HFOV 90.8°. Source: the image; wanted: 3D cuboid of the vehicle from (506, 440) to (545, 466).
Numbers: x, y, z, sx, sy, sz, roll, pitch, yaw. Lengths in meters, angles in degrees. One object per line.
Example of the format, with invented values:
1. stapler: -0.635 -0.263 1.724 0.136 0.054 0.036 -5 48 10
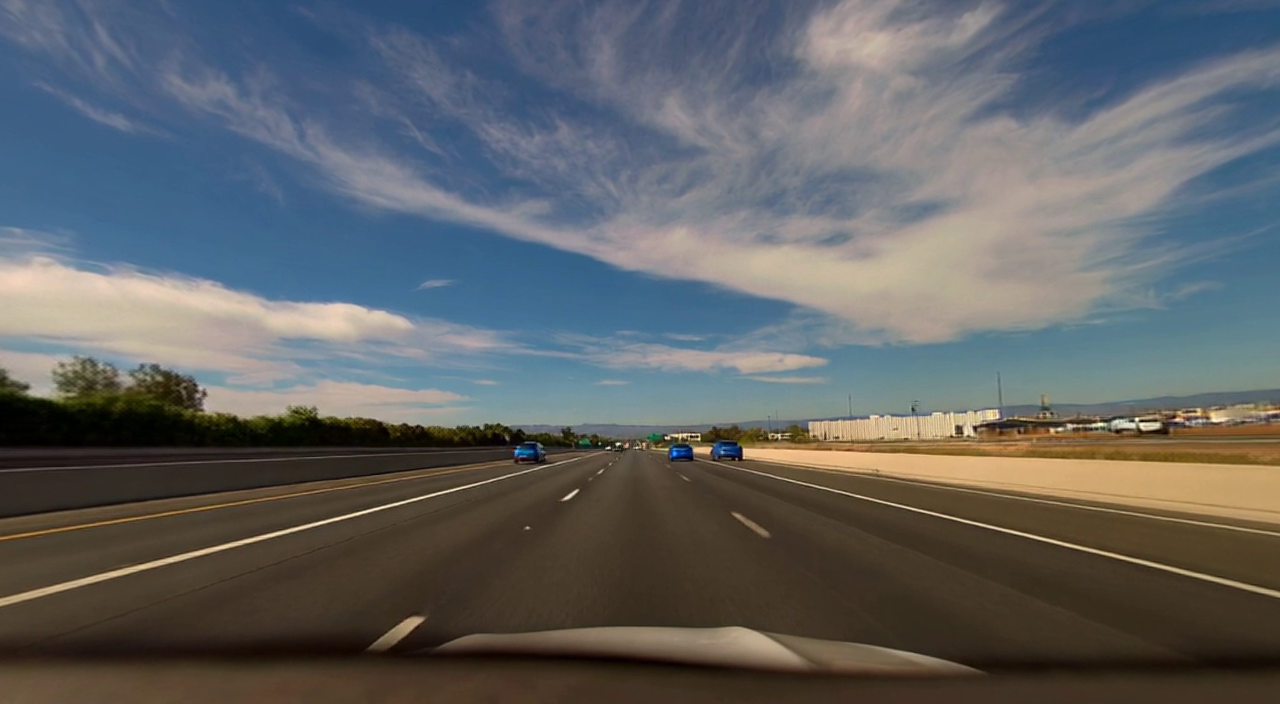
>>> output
1. vehicle: -8.257 7.295 46.018 2.083 1.696 5.464 1 -8 -2

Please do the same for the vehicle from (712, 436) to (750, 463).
1. vehicle: 6.807 7.381 47.813 2.065 1.953 4.605 0 -8 -2

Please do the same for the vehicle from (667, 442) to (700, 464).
1. vehicle: 3.117 7.314 45.774 2.000 1.533 3.770 0 -8 -1
